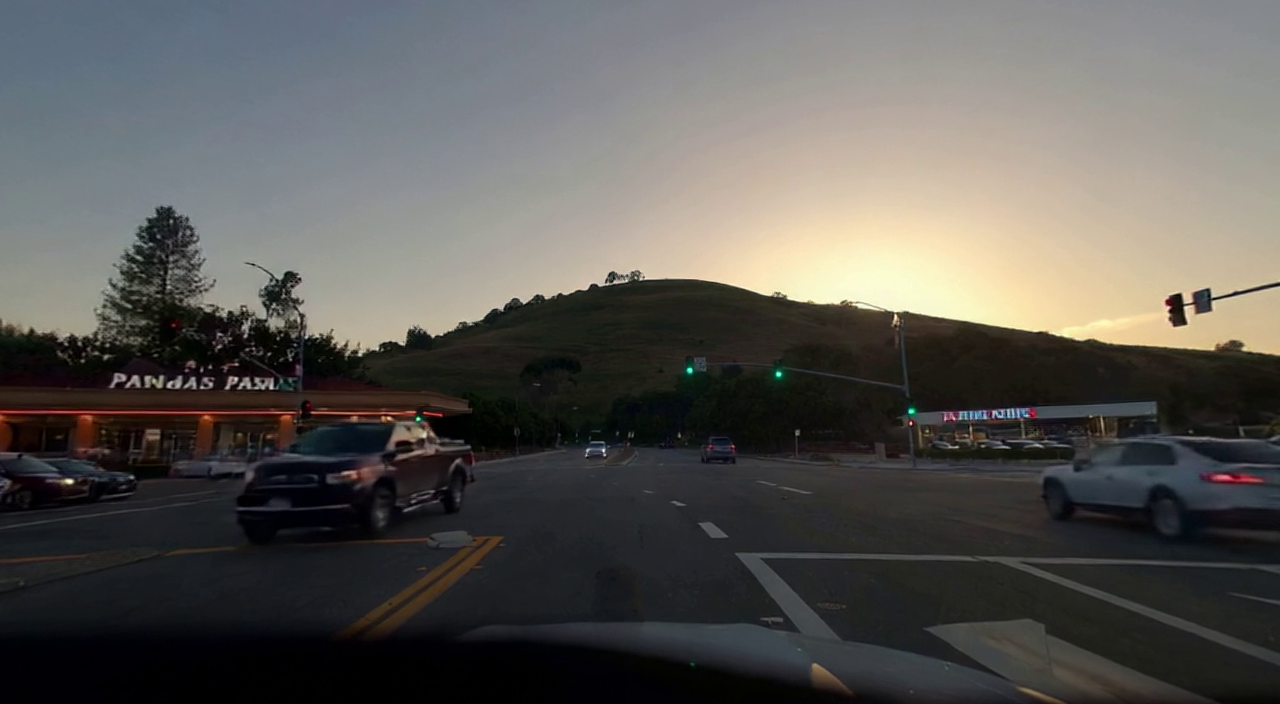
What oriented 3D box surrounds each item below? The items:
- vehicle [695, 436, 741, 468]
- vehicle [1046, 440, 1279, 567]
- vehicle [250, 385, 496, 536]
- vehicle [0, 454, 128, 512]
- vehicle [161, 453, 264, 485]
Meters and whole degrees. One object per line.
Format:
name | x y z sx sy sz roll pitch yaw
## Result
vehicle | 5.605 7.242 45.816 2.388 2.201 5.139 1 -9 -3
vehicle | 9.957 2.540 11.400 2.273 1.839 4.218 0 -8 -1
vehicle | -4.834 2.119 12.811 2.318 2.325 5.910 0 -8 1
vehicle | -19.792 4.212 20.490 4.440 1.748 2.033 0 -9 1
vehicle | -24.613 6.705 36.367 4.336 1.706 2.069 2 -9 -11
